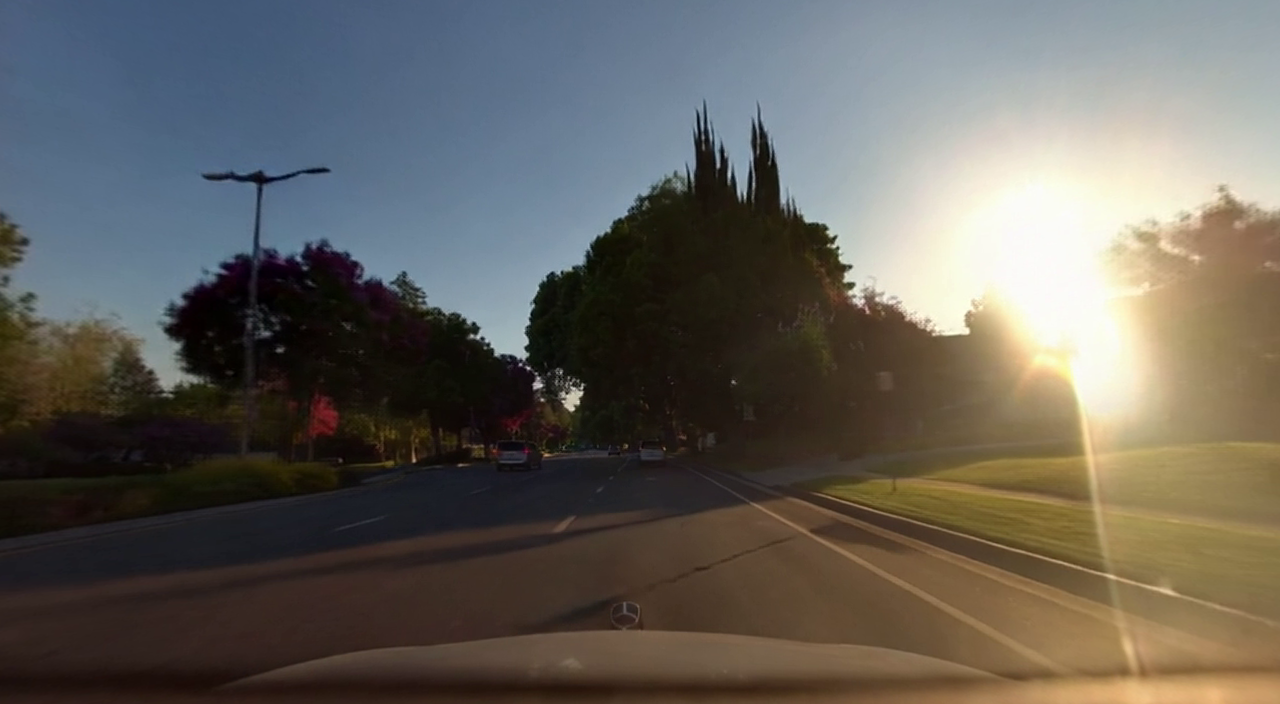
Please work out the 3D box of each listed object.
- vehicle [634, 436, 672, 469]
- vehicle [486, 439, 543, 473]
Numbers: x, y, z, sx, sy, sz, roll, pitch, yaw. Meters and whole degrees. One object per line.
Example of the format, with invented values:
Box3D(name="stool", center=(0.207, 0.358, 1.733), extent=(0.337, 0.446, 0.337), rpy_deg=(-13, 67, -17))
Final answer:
Box3D(name="vehicle", center=(0.732, 5.904, 37.316), extent=(2.070, 1.764, 4.552), rpy_deg=(0, -8, 0))
Box3D(name="vehicle", center=(-6.523, 5.443, 33.270), extent=(1.993, 1.657, 4.487), rpy_deg=(0, -8, 1))
